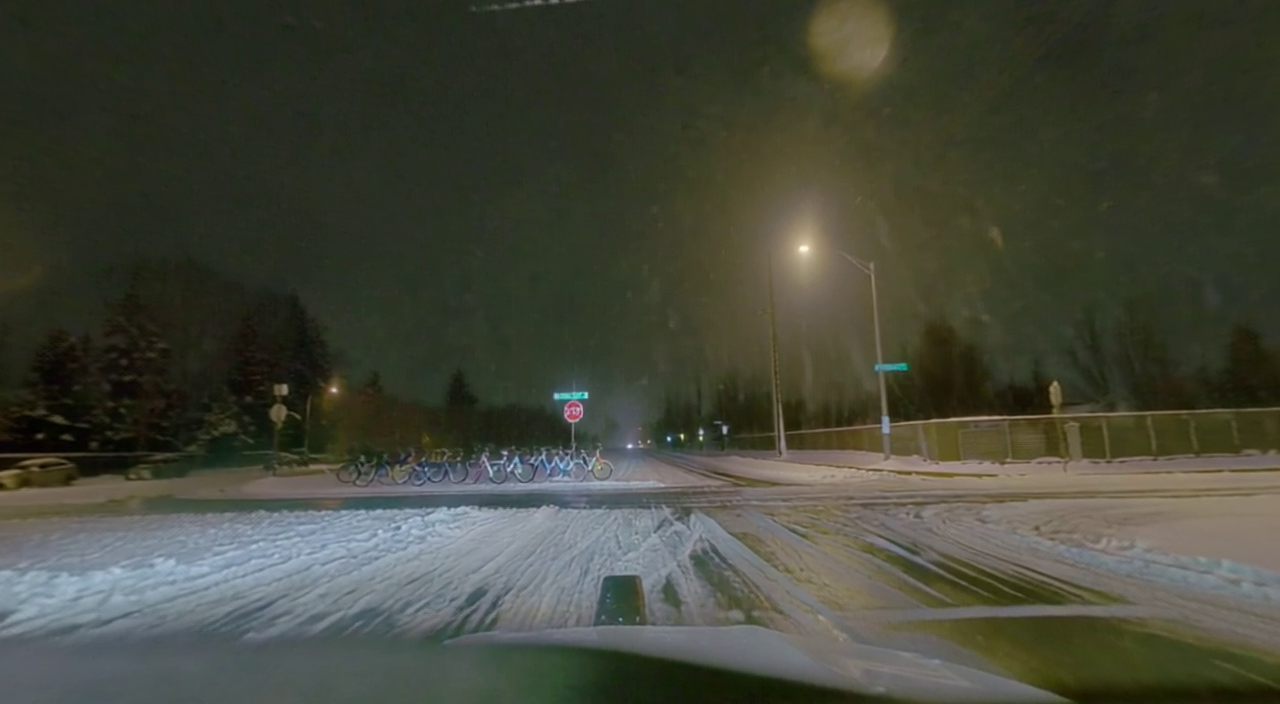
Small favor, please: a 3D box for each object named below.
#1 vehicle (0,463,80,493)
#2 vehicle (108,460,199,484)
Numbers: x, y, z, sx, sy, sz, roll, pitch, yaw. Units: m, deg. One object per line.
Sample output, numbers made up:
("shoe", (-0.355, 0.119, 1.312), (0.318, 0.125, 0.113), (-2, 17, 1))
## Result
("vehicle", (-34.121, 6.993, 35.037), (4.210, 1.528, 1.932), (0, -8, 0))
("vehicle", (-33.663, 8.295, 43.826), (4.569, 1.558, 1.903), (0, -9, -5))
